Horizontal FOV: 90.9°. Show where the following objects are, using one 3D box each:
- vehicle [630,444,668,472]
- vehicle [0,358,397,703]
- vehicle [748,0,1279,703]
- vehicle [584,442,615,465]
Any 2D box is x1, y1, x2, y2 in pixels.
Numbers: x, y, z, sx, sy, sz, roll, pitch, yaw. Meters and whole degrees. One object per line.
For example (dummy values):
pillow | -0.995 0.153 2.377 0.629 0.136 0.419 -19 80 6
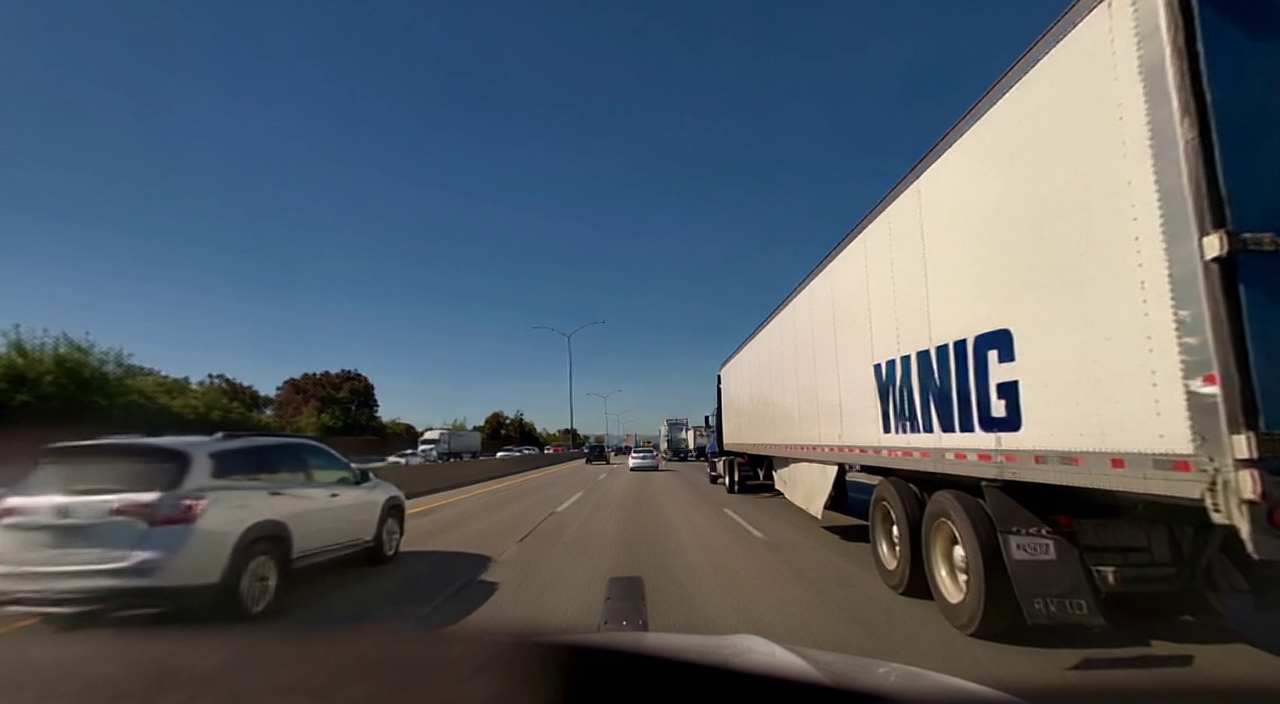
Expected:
vehicle | 0.463 5.980 35.832 2.063 1.469 4.208 0 -9 0
vehicle | -3.787 1.165 4.469 2.091 1.722 4.974 0 -9 1
vehicle | 3.894 0.435 8.175 2.821 4.077 12.562 0 -9 0
vehicle | -3.091 7.908 49.247 2.058 1.711 4.226 0 -9 1
